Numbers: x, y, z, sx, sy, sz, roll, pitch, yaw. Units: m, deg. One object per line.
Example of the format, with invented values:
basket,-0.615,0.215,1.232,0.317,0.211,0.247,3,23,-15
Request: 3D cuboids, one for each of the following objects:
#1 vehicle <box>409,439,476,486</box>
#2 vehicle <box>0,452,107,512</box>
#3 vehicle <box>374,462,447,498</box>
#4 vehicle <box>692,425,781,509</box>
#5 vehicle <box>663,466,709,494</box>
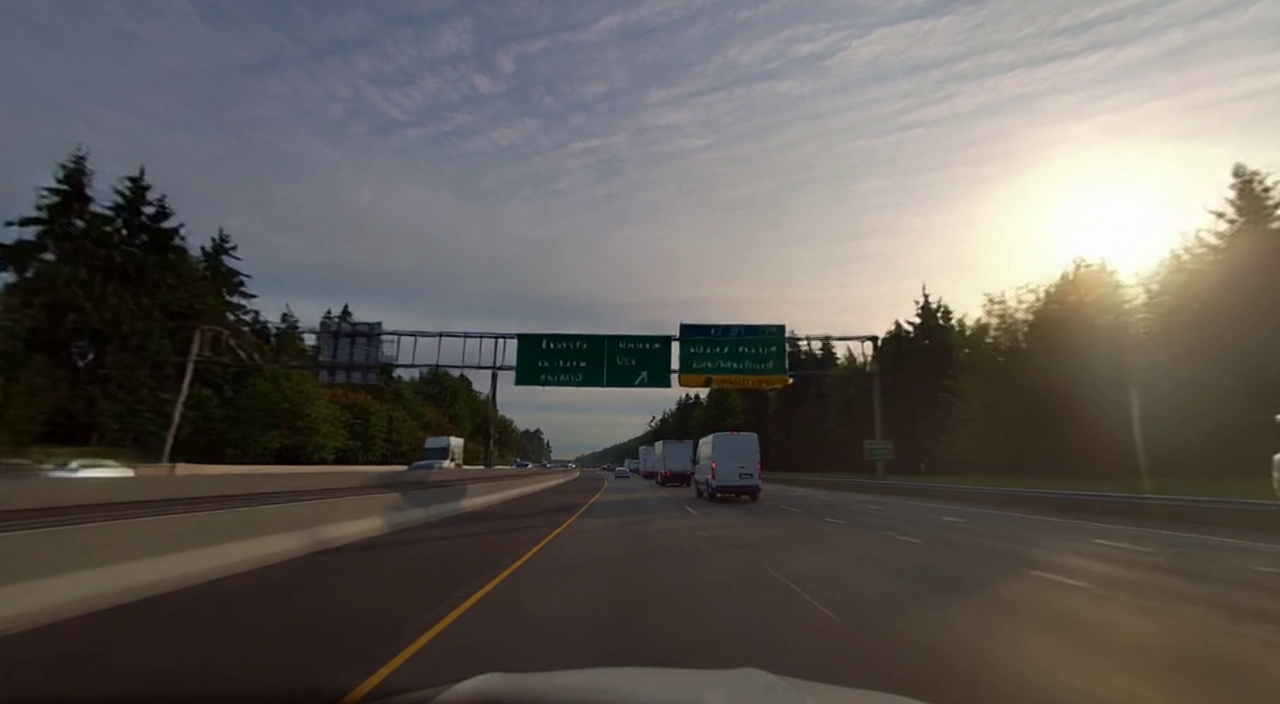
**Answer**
vehicle,-14.146,8.036,45.590,2.623,3.039,6.703,1,-10,-1
vehicle,-17.178,3.464,16.904,1.950,1.499,4.151,1,-10,0
vehicle,-10.179,5.701,28.154,1.870,1.457,3.715,1,-10,0
vehicle,3.321,4.175,22.920,2.291,2.639,5.280,1,-10,-2
vehicle,2.498,7.141,35.238,2.081,1.453,4.300,1,-10,-2
